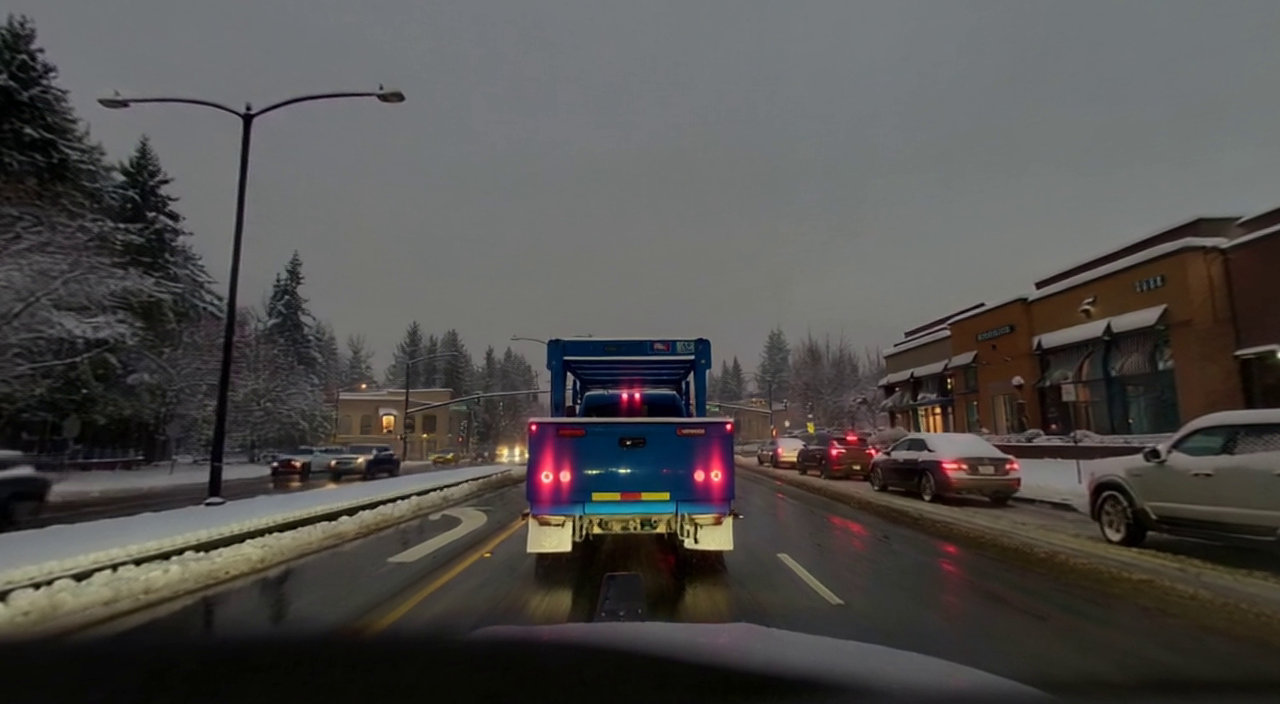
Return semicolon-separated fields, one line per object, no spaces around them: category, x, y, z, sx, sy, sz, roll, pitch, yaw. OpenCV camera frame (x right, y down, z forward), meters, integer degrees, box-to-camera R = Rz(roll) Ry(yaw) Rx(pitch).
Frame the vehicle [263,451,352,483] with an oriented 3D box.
vehicle;-15.613;5.381;29.929;1.854;1.364;4.357;0;-9;0

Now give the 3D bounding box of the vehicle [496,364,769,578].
vehicle;-0.115;1.591;9.188;2.682;2.117;5.706;0;-9;-1

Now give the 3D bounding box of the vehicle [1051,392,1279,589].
vehicle;6.827;1.380;6.559;2.023;1.771;4.488;0;-9;-1

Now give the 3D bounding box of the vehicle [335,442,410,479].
vehicle;-12.060;4.907;28.742;1.781;1.558;3.688;0;-9;-1

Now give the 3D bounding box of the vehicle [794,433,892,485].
vehicle;7.071;3.779;22.572;1.953;1.665;4.327;0;-9;-2

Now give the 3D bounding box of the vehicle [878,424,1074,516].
vehicle;7.066;2.517;13.941;1.931;1.692;4.267;0;-9;0
